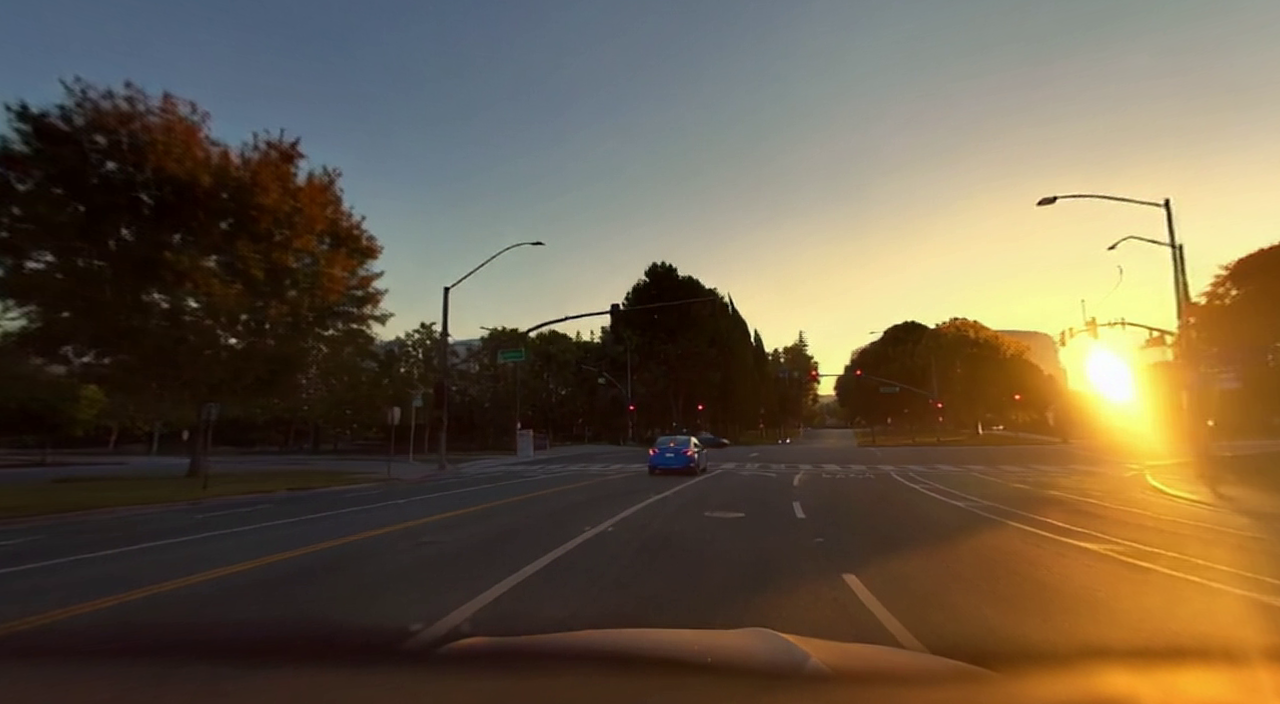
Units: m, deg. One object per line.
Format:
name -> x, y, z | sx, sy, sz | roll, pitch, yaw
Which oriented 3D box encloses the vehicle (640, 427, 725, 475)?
vehicle -> 1.658, 3.612, 23.127 | 2.055, 1.573, 4.065 | -3, -9, 19
